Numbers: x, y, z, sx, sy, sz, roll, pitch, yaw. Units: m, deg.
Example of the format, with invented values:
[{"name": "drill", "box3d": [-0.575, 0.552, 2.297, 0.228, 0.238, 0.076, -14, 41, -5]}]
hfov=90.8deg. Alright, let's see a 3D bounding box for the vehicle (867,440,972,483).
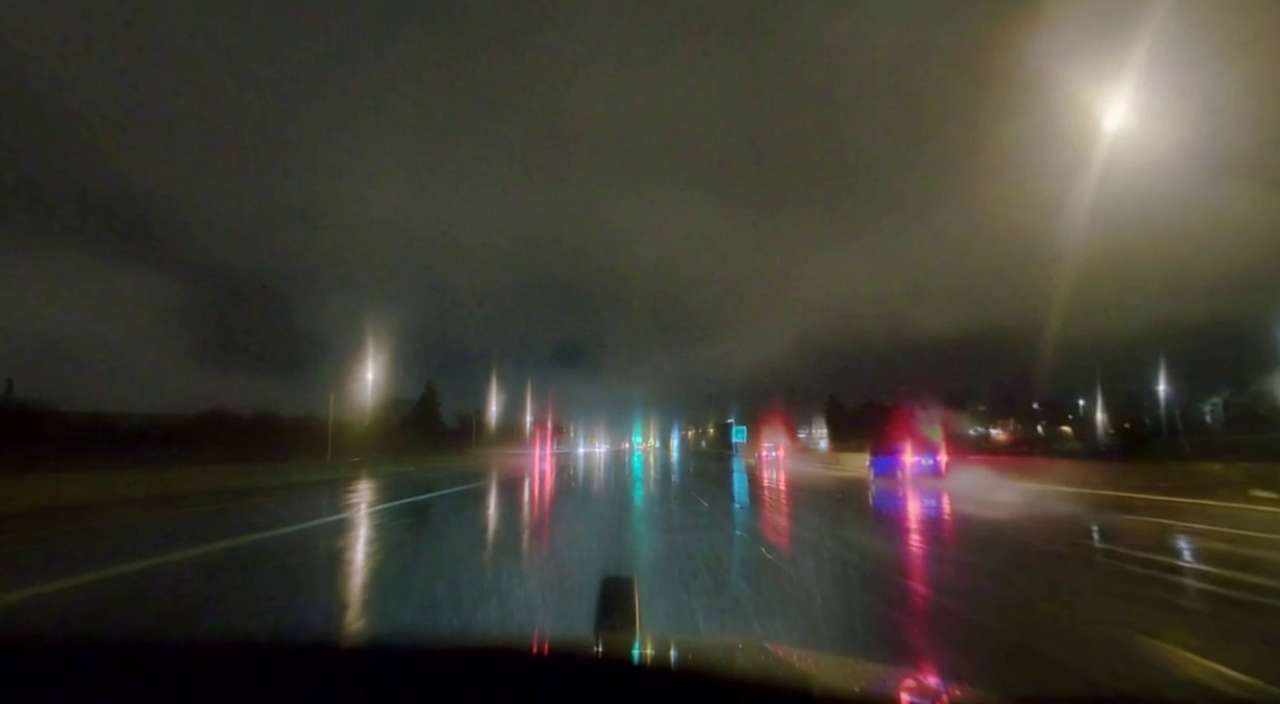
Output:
[{"name": "vehicle", "box3d": [10.741, 4.222, 24.725, 1.985, 1.493, 4.486, 0, -9, -1]}]
